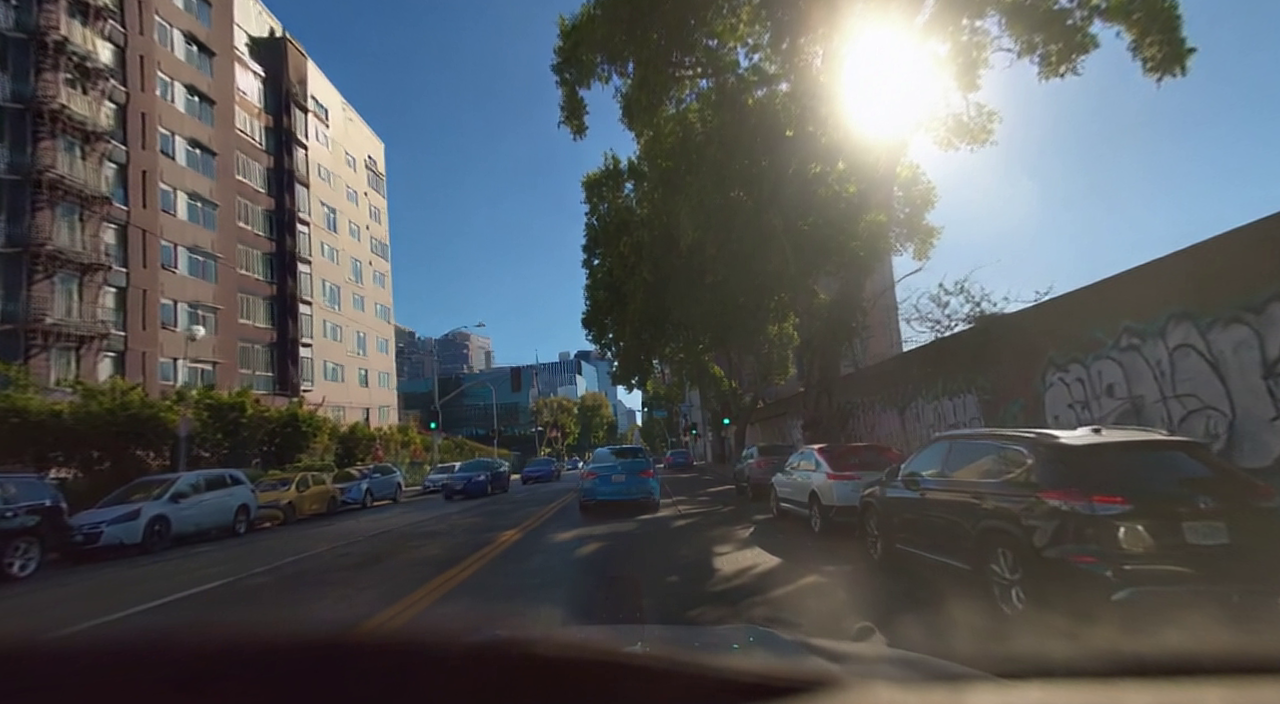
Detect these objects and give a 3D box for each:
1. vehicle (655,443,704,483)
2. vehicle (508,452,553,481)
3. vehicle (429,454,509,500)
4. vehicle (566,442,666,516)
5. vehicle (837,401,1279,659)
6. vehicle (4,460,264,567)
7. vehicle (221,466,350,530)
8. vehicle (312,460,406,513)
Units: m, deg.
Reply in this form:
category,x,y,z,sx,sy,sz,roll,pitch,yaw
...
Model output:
category,x,y,z,sx,sy,sz,roll,pitch,yaw
vehicle,1.820,5.296,30.420,2.207,1.761,4.292,0,-8,1
vehicle,-7.023,7.412,41.121,2.147,1.747,4.409,0,-8,0
vehicle,-6.615,4.858,24.929,1.906,1.445,4.490,-4,-8,0
vehicle,-0.529,3.082,15.907,2.166,1.579,4.300,0,-8,0
vehicle,4.217,1.647,7.190,2.097,1.811,5.230,0,-8,-2
vehicle,-10.923,3.440,14.234,2.276,1.741,4.439,-4,-8,-1
vehicle,-10.956,4.492,19.924,1.741,1.506,4.370,-4,-8,-3
vehicle,-11.067,5.259,25.199,1.822,1.639,4.144,-6,-8,0
